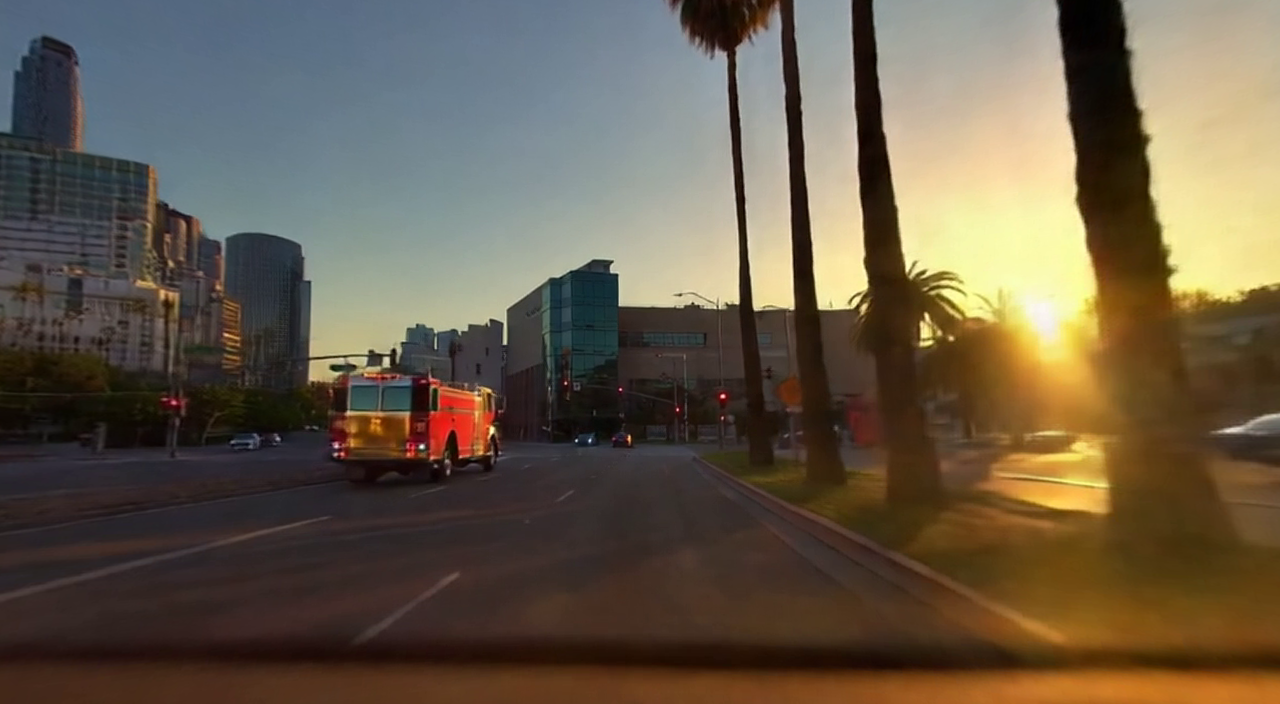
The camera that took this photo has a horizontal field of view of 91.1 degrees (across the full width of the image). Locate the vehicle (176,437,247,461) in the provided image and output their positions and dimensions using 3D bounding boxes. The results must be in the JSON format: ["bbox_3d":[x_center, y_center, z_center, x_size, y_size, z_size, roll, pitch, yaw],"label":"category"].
[{"bbox_3d":[-33.581,7.644,49.220,4.470,1.613,1.897,-4,-10,11],"label":"vehicle"}]

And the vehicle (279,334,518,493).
[{"bbox_3d":[-6.786,2.267,20.623,3.008,3.730,11.786,0,-8,1],"label":"vehicle"}]
